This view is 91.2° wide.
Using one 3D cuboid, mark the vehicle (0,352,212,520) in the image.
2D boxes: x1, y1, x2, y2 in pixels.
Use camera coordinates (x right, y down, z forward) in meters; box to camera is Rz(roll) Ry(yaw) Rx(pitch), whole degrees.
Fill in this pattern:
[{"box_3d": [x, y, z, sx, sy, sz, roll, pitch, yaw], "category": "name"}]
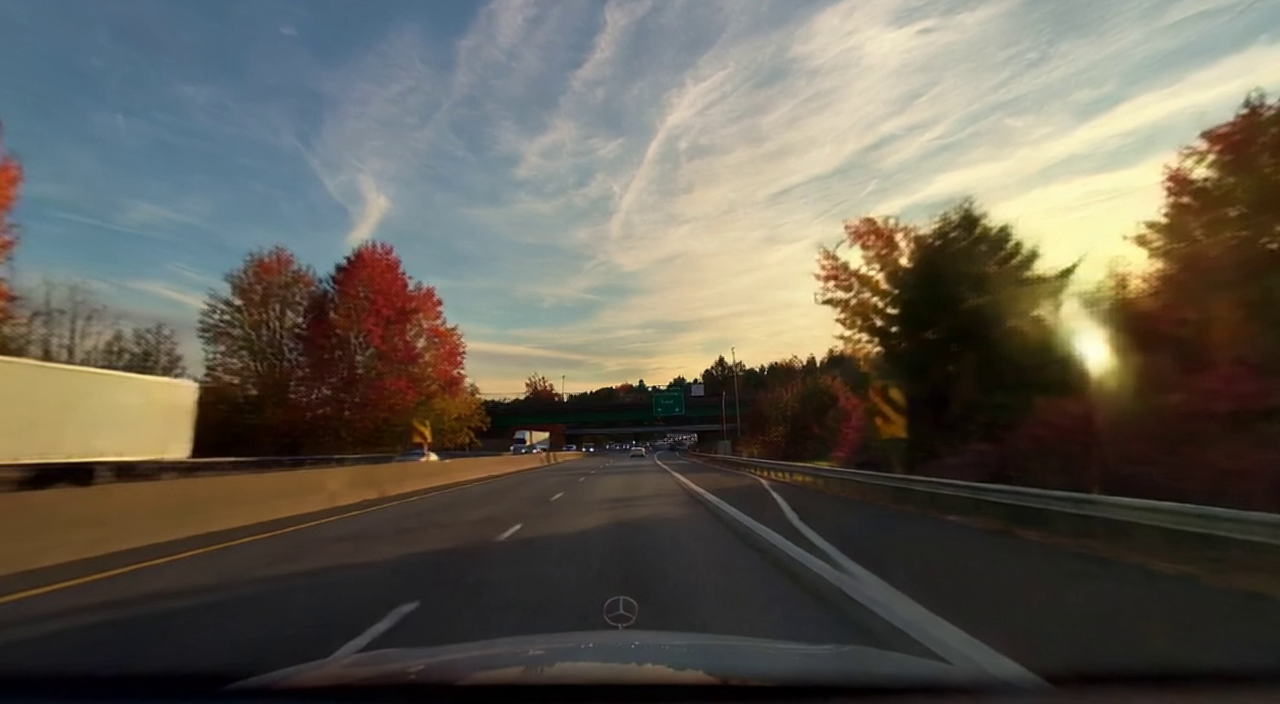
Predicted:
[{"box_3d": [-17.010, 2.554, 18.457, 2.926, 4.018, 8.294, 0, -9, -1], "category": "vehicle"}]
